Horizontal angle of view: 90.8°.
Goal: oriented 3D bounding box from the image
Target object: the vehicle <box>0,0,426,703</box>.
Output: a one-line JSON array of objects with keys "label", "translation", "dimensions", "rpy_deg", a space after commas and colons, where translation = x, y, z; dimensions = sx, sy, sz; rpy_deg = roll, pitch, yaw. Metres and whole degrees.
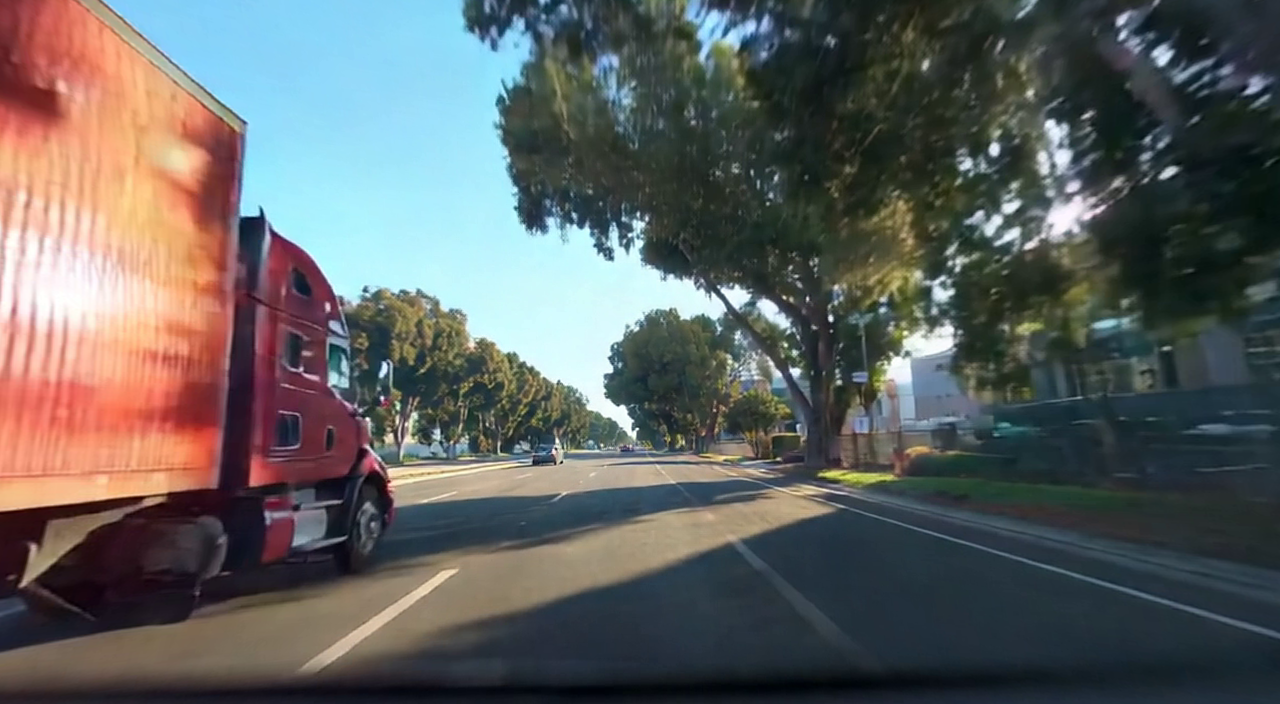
[{"label": "vehicle", "translation": [-3.559, -0.015, 1.931], "dimensions": [2.910, 3.419, 8.376], "rpy_deg": [0, -8, -1]}]

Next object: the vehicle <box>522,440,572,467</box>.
[{"label": "vehicle", "translation": [-7.000, 7.743, 48.438], "dimensions": [2.743, 1.832, 7.257], "rpy_deg": [0, -8, 0]}]
